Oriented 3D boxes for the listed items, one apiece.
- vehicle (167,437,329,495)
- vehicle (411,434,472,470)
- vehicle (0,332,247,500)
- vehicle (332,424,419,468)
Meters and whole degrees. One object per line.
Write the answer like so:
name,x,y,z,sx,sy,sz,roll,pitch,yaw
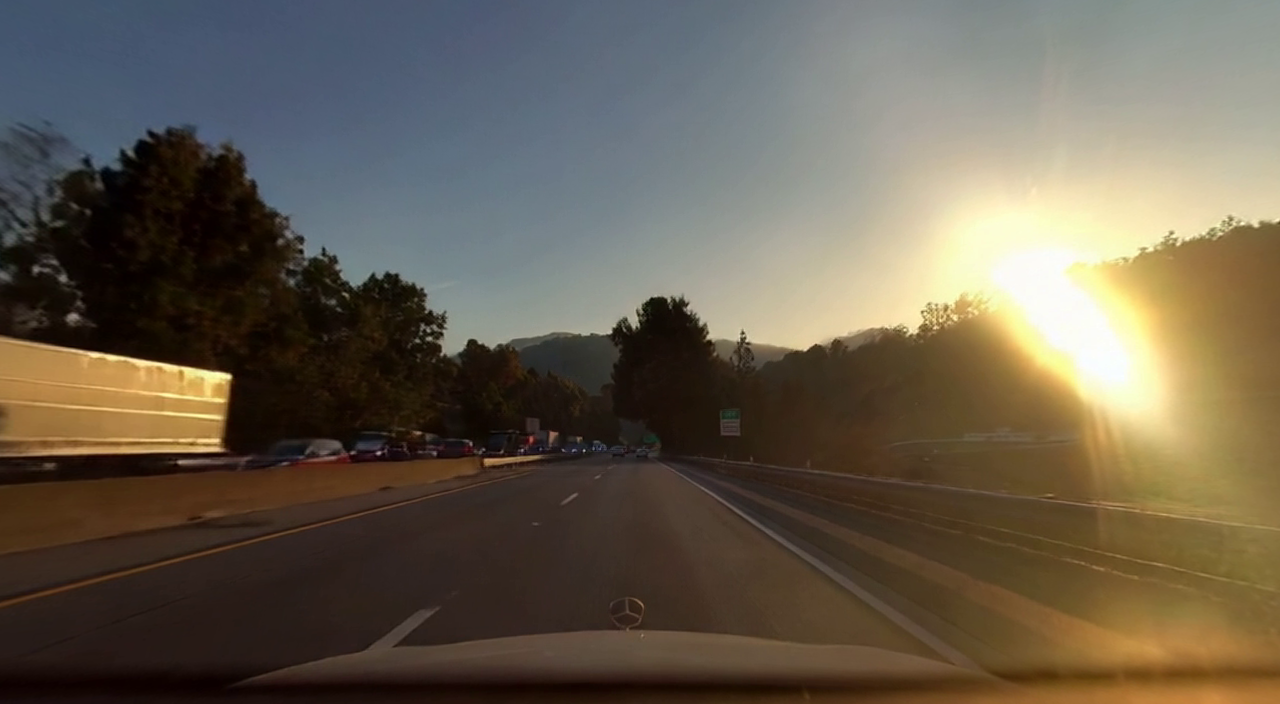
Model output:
vehicle,-12.516,3.678,20.666,1.919,1.636,5.221,0,-9,0
vehicle,-12.337,6.237,39.503,2.164,2.078,4.841,0,-9,0
vehicle,-17.381,2.015,18.265,3.303,4.066,13.558,0,-9,0
vehicle,-16.991,6.162,41.113,2.499,2.572,7.618,1,-9,-2
